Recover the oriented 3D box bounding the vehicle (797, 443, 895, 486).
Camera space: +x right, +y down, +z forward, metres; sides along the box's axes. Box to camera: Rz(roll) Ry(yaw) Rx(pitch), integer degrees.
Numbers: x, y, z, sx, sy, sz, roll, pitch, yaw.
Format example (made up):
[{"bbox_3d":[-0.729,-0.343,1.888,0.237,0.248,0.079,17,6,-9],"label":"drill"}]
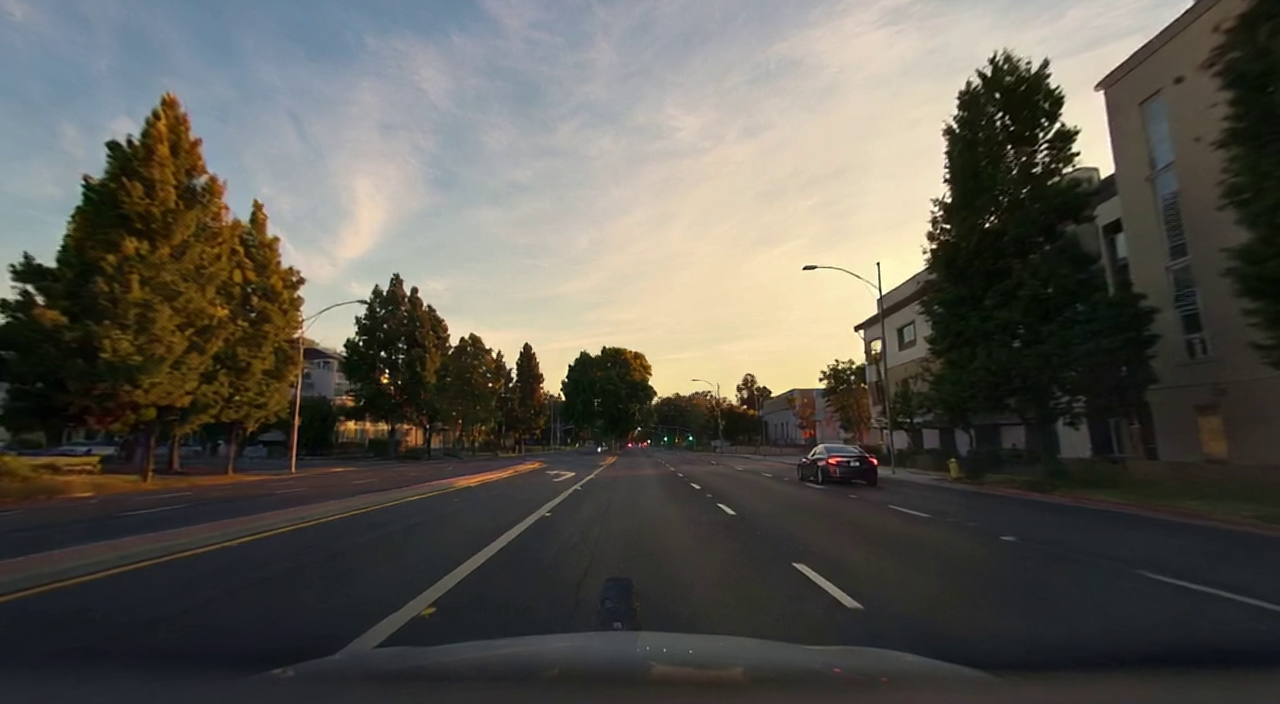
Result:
[{"bbox_3d":[7.440,4.107,23.312,2.054,1.421,4.487,0,-8,-1],"label":"vehicle"}]
